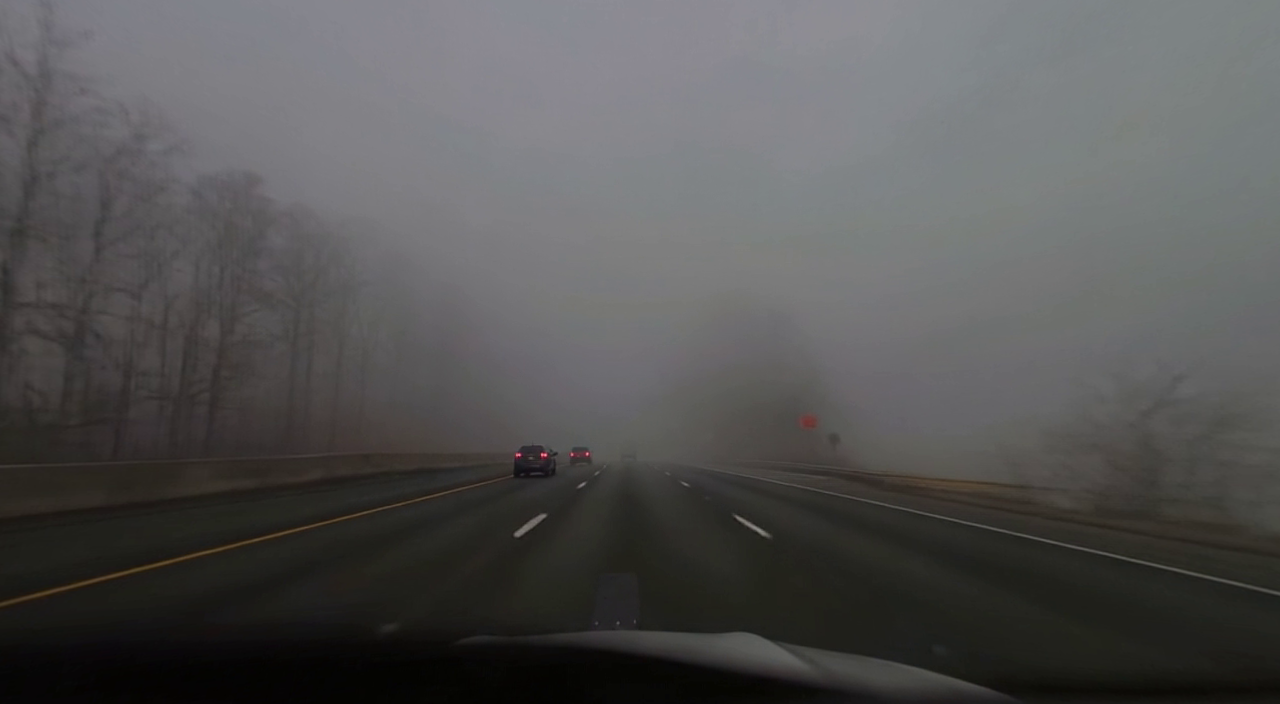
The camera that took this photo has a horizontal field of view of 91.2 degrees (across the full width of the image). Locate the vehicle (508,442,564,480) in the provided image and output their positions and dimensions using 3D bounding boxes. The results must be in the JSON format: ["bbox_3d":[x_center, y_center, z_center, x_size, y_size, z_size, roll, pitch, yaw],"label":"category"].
[{"bbox_3d":[-5.103,5.409,31.378,2.151,1.693,4.201,0,-9,-1],"label":"vehicle"}]
